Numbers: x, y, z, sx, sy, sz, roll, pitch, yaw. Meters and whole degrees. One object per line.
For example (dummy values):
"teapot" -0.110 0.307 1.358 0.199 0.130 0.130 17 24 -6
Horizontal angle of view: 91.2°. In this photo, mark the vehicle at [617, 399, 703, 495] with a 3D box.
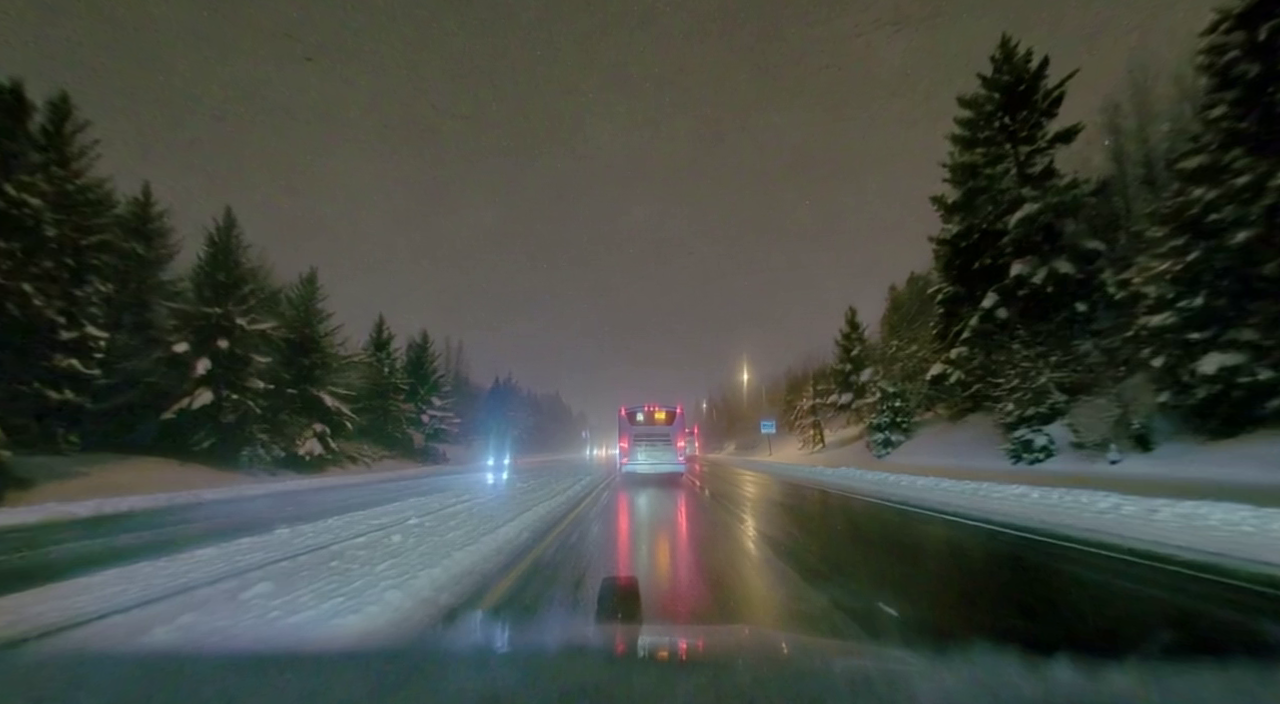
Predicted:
"vehicle" 0.453 3.098 20.562 2.414 2.675 5.574 0 -9 -2
